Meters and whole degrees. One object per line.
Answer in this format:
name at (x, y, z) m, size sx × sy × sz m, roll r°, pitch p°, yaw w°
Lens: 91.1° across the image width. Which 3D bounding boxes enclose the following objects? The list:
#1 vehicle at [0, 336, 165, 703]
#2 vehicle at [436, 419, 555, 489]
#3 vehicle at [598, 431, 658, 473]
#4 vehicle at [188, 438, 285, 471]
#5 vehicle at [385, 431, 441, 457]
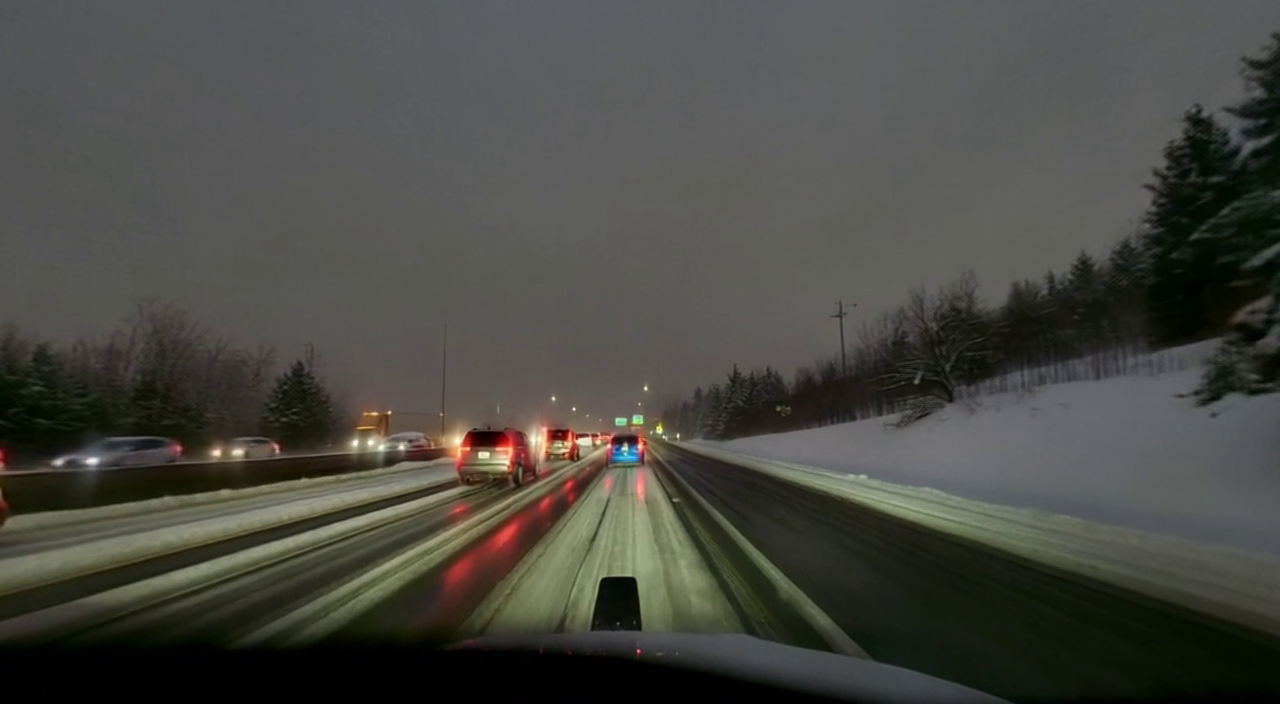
vehicle at (-3.759, 0.617, 1.359) m, size 2.107 × 1.703 × 4.274 m, roll 0°, pitch -8°, yaw 0°
vehicle at (-3.837, 2.791, 17.604) m, size 2.154 × 1.690 × 4.595 m, roll 0°, pitch -8°, yaw 1°
vehicle at (-0.444, 3.729, 23.711) m, size 2.070 × 1.452 × 3.834 m, roll 0°, pitch -8°, yaw -1°
vehicle at (-19.732, 4.992, 30.994) m, size 1.851 × 1.499 × 4.500 m, roll 0°, pitch -8°, yaw -1°
vehicle at (-15.510, 6.291, 43.231) m, size 2.078 × 1.665 × 4.538 m, roll 0°, pitch -8°, yaw 0°
